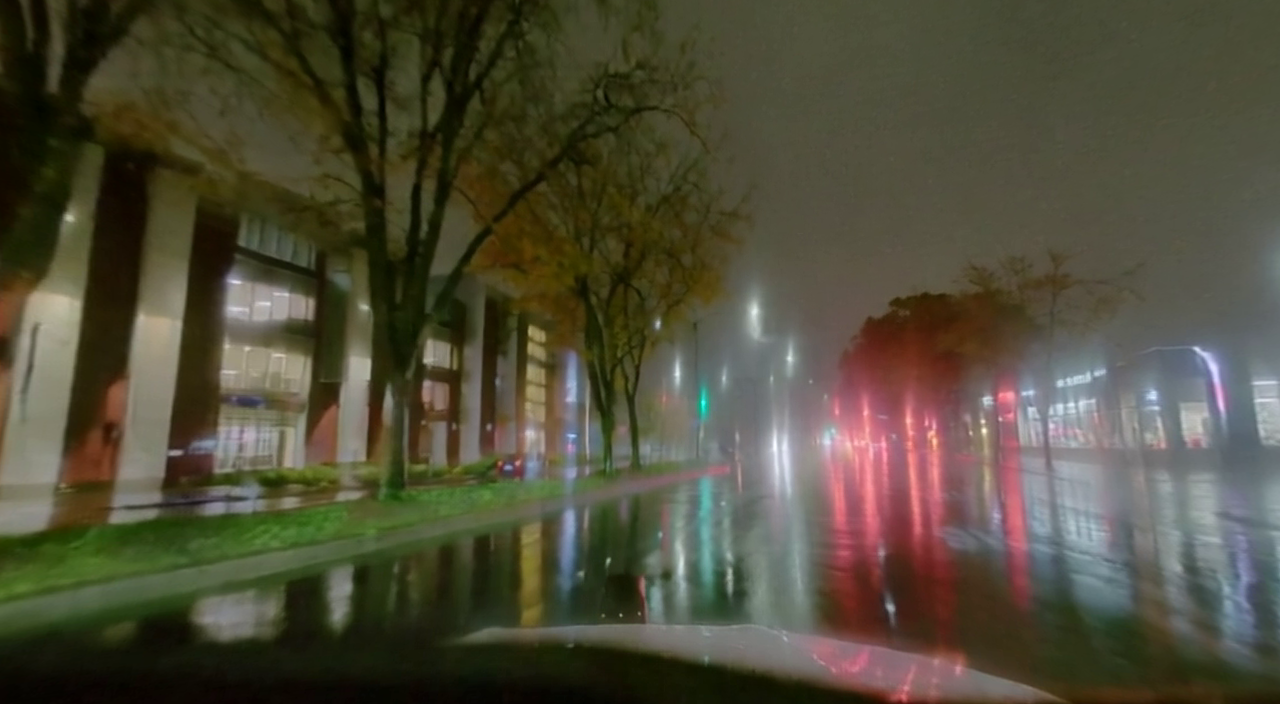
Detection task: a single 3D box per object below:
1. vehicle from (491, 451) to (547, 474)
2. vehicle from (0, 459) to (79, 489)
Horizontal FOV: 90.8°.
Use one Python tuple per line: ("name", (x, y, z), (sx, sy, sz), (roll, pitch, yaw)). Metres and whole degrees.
("vehicle", (-8.289, 7.599, 43.595), (1.840, 1.440, 4.442), (-5, -10, 19))
("vehicle", (-34.510, 6.858, 35.441), (1.689, 1.534, 4.158), (-7, -12, 19))
